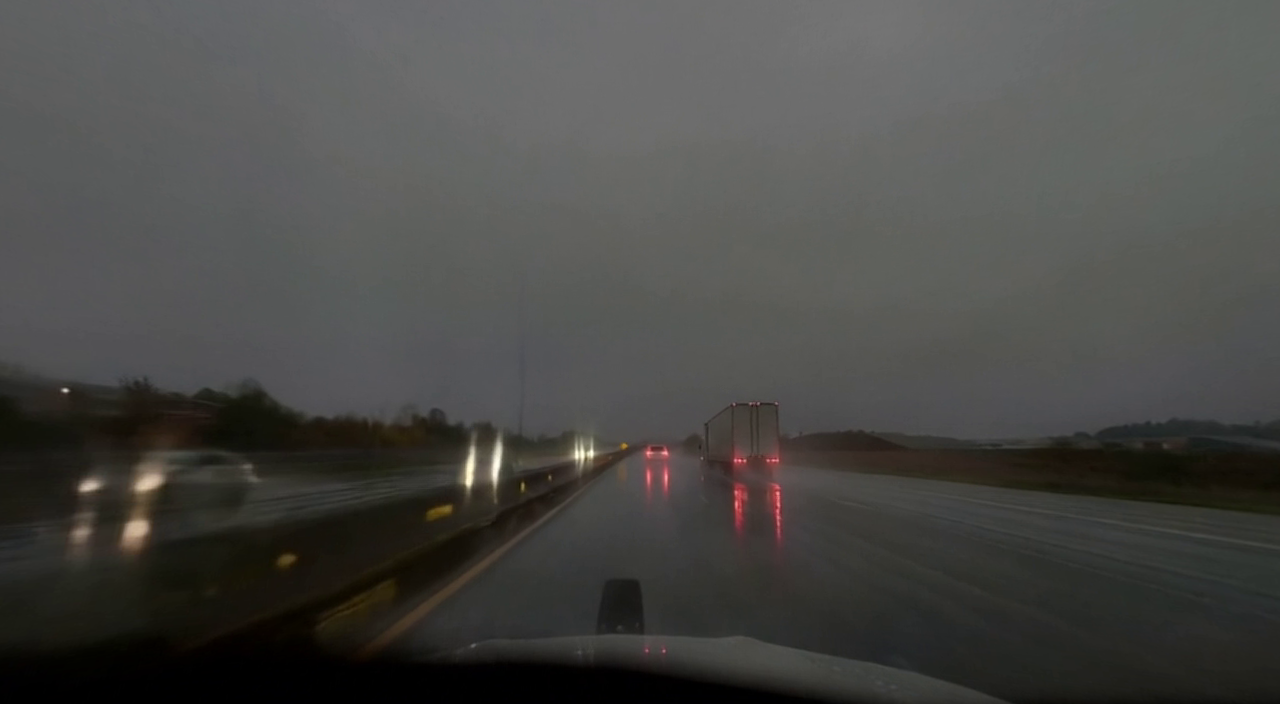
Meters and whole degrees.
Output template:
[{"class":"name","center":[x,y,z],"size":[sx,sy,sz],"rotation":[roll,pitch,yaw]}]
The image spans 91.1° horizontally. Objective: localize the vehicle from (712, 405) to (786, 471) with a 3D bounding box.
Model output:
[{"class":"vehicle","center":[7.506,6.406,45.860],"size":[2.907,4.042,13.858],"rotation":[0,-9,0]}]

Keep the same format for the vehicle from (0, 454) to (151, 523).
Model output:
[{"class":"vehicle","center":[-14.825,3.288,15.628],"size":[1.816,1.459,4.429],"rotation":[0,-9,-1]}]

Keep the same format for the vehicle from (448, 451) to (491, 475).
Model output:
[{"class":"vehicle","center":[-11.337,7.395,42.071],"size":[1.774,1.458,4.238],"rotation":[0,-9,-2]}]

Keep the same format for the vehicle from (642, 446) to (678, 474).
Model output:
[{"class":"vehicle","center":[1.127,6.425,37.549],"size":[2.024,1.579,3.707],"rotation":[-1,-9,0]}]
